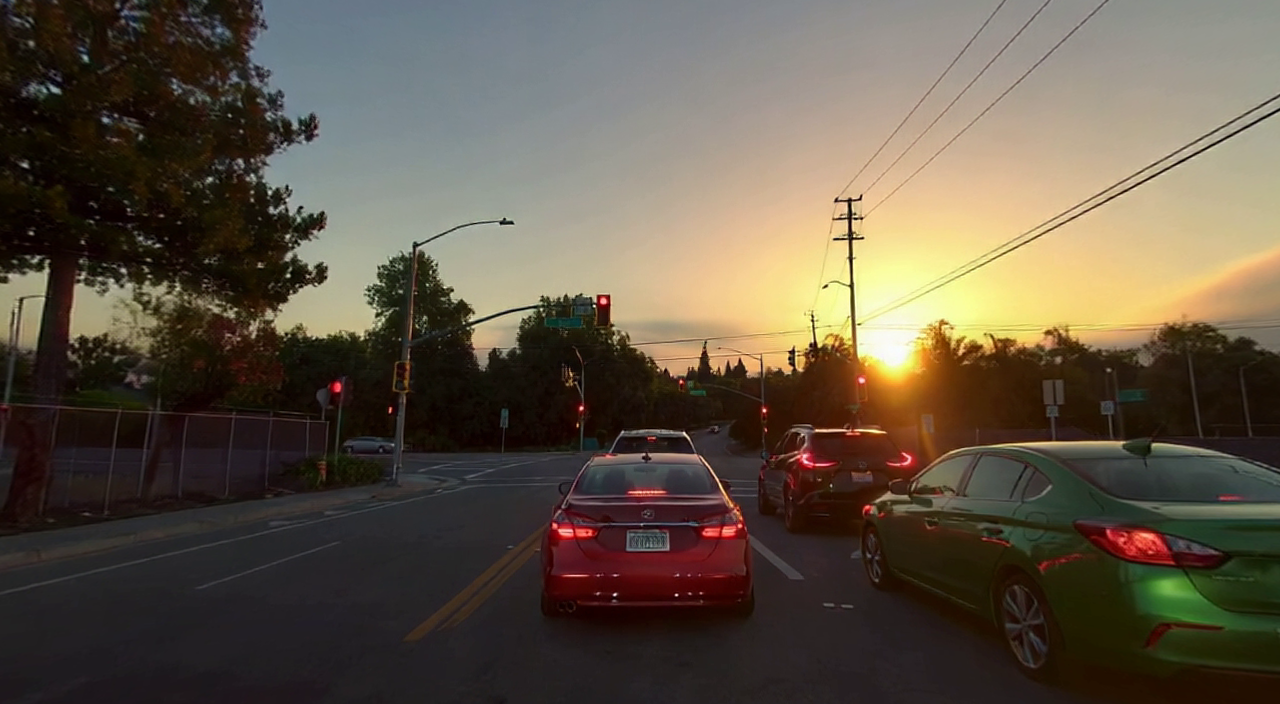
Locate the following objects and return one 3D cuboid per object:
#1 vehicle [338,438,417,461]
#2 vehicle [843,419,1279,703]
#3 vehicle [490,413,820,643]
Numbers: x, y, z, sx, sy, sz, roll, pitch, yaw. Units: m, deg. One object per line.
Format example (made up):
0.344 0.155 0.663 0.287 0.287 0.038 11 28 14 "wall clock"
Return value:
-17.237 6.407 41.462 4.406 1.458 1.892 -1 -8 7 "vehicle"
3.086 1.249 4.141 2.027 1.432 4.431 0 -8 0 "vehicle"
0.064 1.485 6.417 2.170 1.497 4.369 0 -8 -1 "vehicle"
